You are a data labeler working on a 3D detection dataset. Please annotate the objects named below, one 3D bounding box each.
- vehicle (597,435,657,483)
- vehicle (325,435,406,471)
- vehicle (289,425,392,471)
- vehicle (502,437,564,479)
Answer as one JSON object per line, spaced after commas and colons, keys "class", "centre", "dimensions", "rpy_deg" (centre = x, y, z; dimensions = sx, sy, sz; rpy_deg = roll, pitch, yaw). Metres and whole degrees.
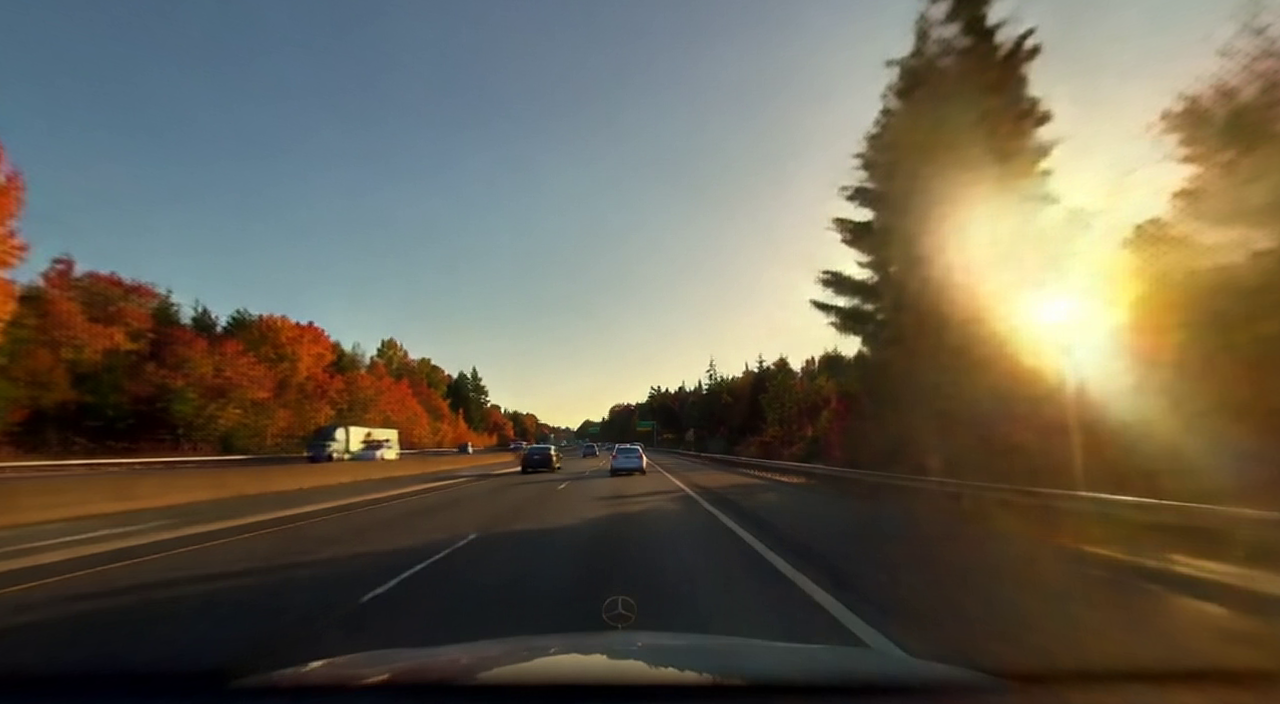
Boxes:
{"class": "vehicle", "centre": [-0.481, 4.124, 24.295], "dimensions": [2.115, 1.661, 4.049], "rpy_deg": [0, -9, -1]}
{"class": "vehicle", "centre": [-13.613, 5.047, 31.397], "dimensions": [2.003, 1.594, 4.599], "rpy_deg": [-1, -9, 0]}
{"class": "vehicle", "centre": [-17.720, 5.752, 37.715], "dimensions": [2.550, 2.436, 7.444], "rpy_deg": [-1, -9, -1]}
{"class": "vehicle", "centre": [-4.707, 4.769, 28.299], "dimensions": [1.974, 1.688, 4.727], "rpy_deg": [-1, -9, 0]}
